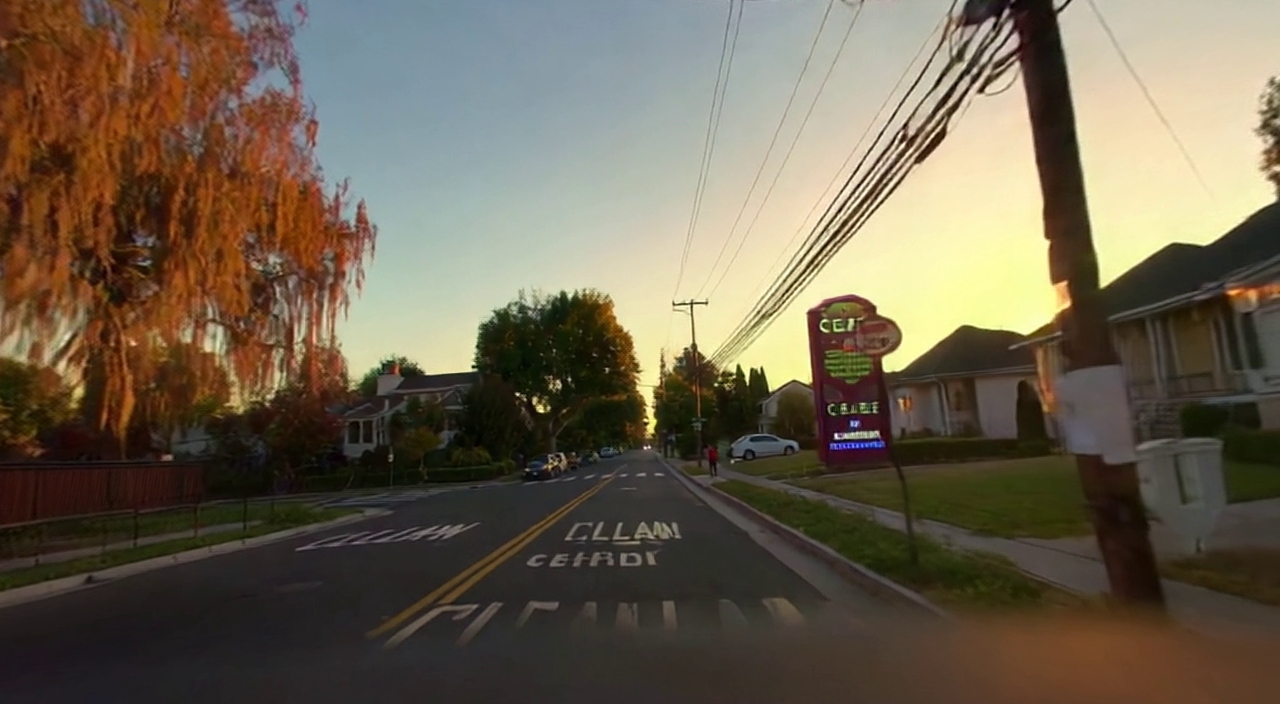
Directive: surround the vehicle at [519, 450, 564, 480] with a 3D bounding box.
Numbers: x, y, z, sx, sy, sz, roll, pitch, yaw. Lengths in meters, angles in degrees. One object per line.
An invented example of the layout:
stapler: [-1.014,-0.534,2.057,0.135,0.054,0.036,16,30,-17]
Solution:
vehicle: [-6.439,7.429,41.886,2.203,1.787,4.704,0,-8,1]
